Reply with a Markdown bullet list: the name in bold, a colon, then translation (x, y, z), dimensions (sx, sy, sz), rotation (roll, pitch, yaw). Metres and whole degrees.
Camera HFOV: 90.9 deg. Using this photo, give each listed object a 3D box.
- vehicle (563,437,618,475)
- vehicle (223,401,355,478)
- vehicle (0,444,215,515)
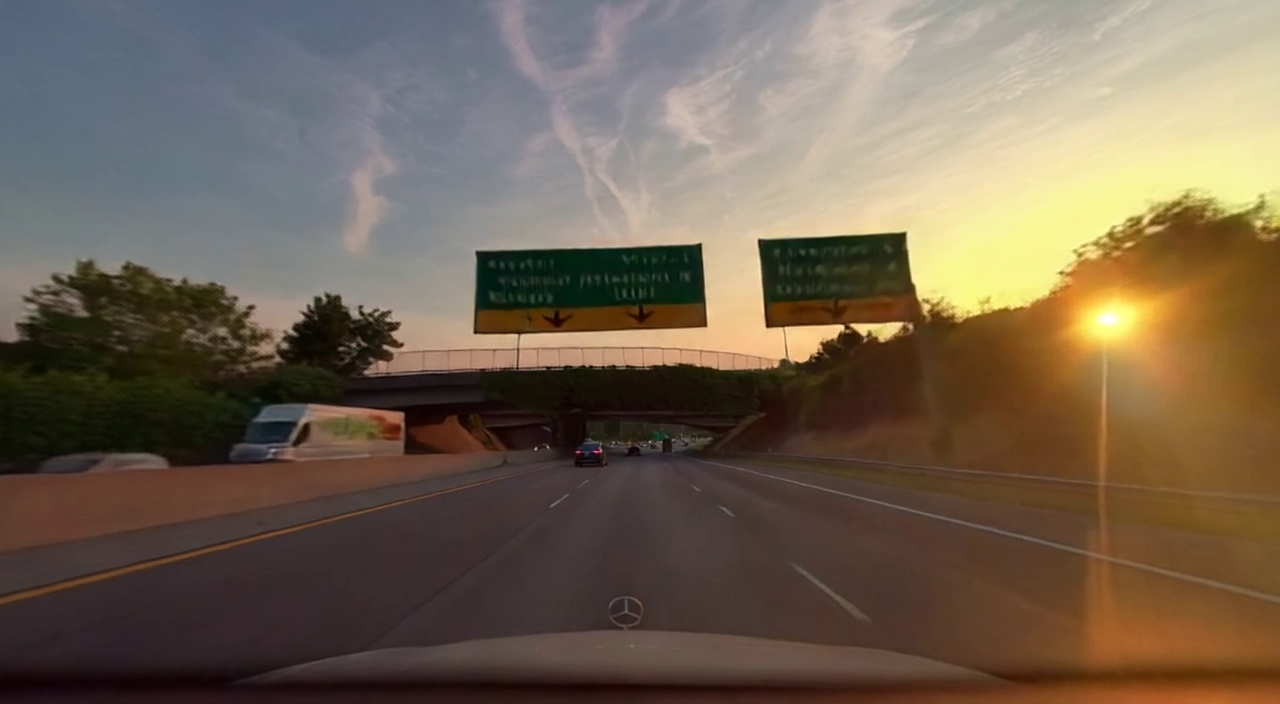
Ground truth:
- **vehicle**: translation (-2.265, 4.942, 30.011), dimensions (2.183, 1.662, 3.968), rotation (0, -9, 1)
- **vehicle**: translation (-20.264, 5.165, 37.008), dimensions (3.882, 4.112, 6.304), rotation (0, -9, 0)
- **vehicle**: translation (-12.282, 2.885, 14.738), dimensions (1.869, 1.414, 4.059), rotation (0, -9, -1)
